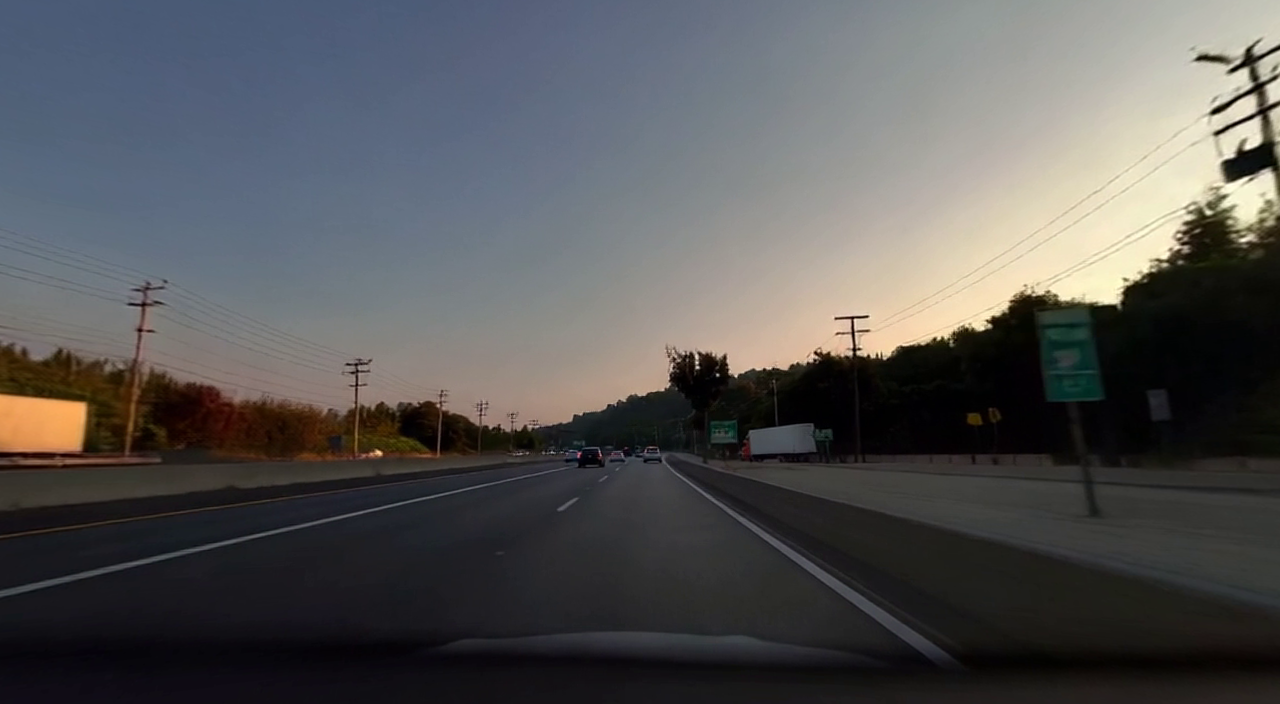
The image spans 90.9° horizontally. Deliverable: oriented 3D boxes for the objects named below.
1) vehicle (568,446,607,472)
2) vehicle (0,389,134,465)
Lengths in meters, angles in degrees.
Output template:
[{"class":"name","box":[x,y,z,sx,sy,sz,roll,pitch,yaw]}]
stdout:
[{"class":"vehicle","box":[-3.585,7.437,43.854,2.263,1.696,4.321,0,-9,1]},{"class":"vehicle","box":[-34.200,3.829,32.055,2.917,3.848,17.244,0,-9,-1]}]
